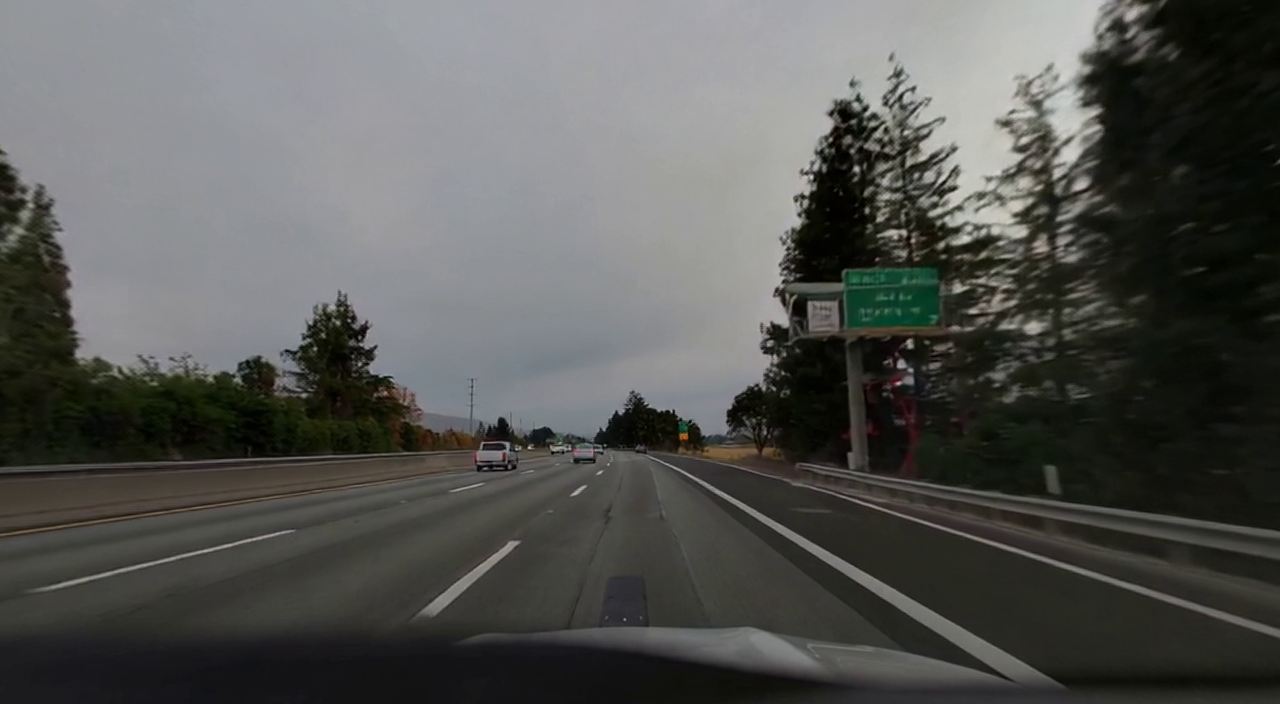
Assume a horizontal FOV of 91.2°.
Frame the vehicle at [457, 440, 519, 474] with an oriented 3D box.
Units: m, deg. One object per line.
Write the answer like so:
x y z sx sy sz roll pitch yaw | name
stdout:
-7.687 5.347 32.205 2.080 1.632 4.332 0 -9 0 | vehicle

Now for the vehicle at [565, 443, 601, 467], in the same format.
-3.744 6.841 41.838 2.075 1.516 4.212 0 -8 -1 | vehicle
